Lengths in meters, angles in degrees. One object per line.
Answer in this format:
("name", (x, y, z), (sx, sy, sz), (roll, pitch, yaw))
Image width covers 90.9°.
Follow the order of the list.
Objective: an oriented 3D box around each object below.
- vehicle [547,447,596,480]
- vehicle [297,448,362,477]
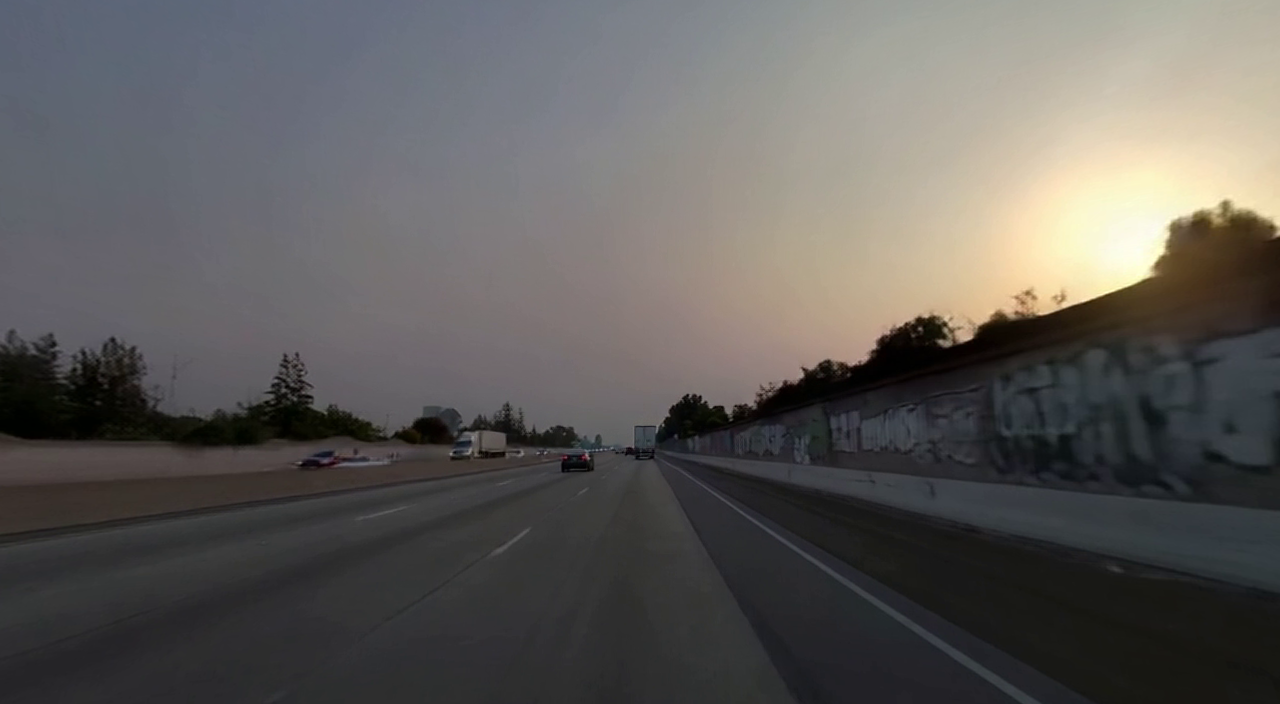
("vehicle", (-3.216, 5.340, 30.497), (1.803, 1.466, 4.509), (0, -9, 1))
("vehicle", (-21.869, 7.757, 44.617), (2.061, 1.935, 4.754), (0, -9, 1))
